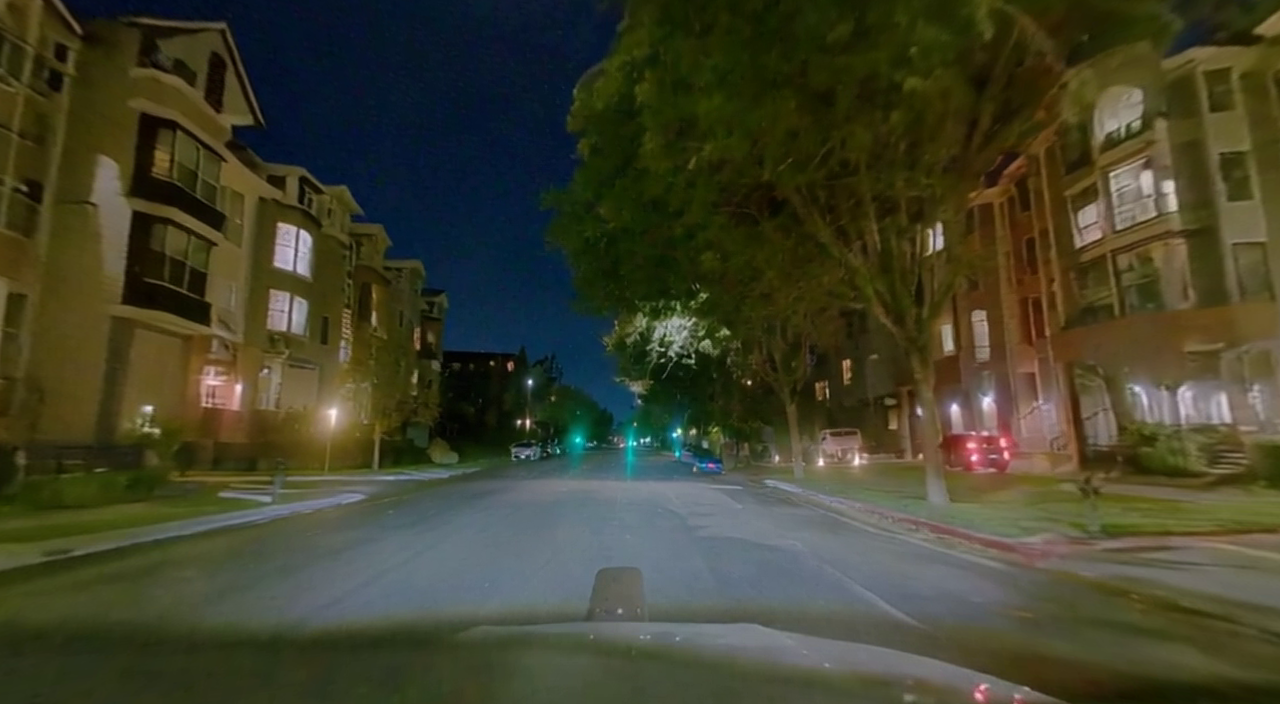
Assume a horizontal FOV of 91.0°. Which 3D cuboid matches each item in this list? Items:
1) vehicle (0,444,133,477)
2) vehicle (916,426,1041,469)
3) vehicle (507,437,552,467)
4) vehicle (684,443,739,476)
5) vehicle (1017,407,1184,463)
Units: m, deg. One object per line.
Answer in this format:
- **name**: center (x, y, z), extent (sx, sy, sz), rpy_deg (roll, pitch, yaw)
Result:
- **vehicle**: center (-26.020, 4.888, 28.567), extent (4.330, 1.430, 1.833), rpy_deg (0, -9, -1)
- **vehicle**: center (13.070, 3.756, 24.743), extent (2.068, 1.522, 4.810), rpy_deg (0, -9, -3)
- **vehicle**: center (-7.874, 7.200, 45.392), extent (2.230, 2.025, 4.977), rpy_deg (0, -9, 1)
- **vehicle**: center (3.334, 5.136, 30.334), extent (1.956, 1.468, 4.698), rpy_deg (0, -9, -2)
- **vehicle**: center (18.073, 3.376, 25.224), extent (2.315, 1.991, 5.686), rpy_deg (0, -9, -1)
